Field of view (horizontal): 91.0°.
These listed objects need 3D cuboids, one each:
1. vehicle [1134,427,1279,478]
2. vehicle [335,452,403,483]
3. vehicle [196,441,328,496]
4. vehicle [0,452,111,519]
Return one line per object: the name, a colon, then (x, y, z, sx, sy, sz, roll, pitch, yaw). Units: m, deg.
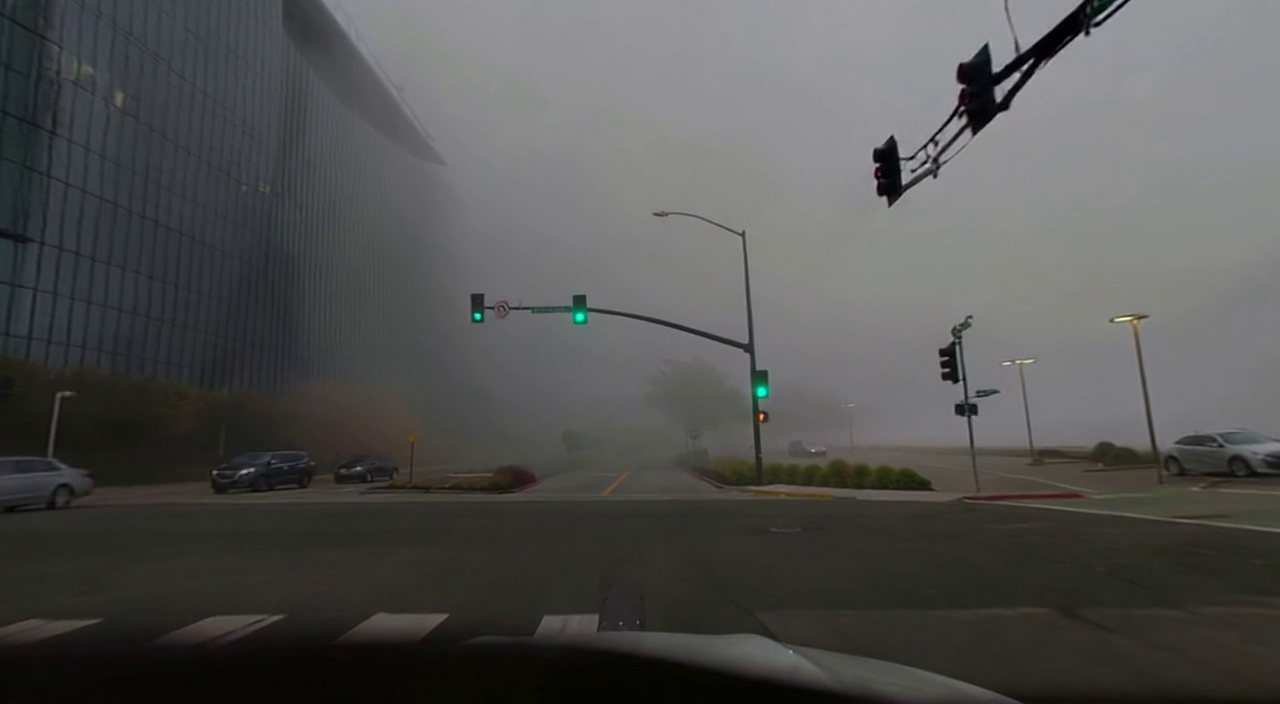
vehicle: (19.074, 3.304, 20.796, 1.834, 1.480, 4.458, 1, -9, -1)
vehicle: (-15.109, 6.434, 35.336, 1.932, 1.605, 4.146, 0, -9, 0)
vehicle: (-14.846, 4.569, 25.177, 2.091, 1.915, 5.040, 0, -9, 0)
vehicle: (-15.187, 3.088, 14.678, 1.790, 1.437, 4.349, 0, -9, 2)
